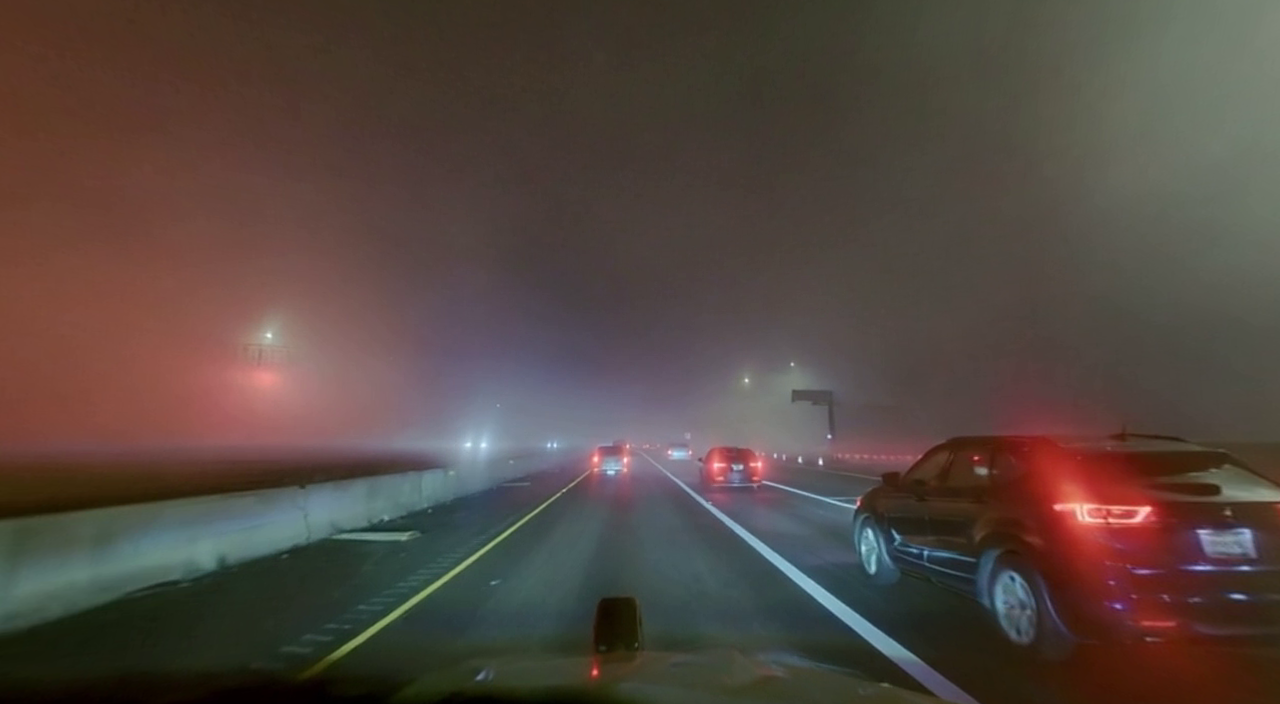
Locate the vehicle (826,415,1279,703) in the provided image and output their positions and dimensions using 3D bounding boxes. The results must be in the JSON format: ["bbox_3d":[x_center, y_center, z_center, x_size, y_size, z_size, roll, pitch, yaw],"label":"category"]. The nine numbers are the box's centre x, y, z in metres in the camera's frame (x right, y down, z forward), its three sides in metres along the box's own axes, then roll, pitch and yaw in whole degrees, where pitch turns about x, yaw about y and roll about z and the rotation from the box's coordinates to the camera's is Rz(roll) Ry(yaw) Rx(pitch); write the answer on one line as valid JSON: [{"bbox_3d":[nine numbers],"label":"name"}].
[{"bbox_3d":[3.121,1.326,4.884,1.996,1.455,4.281,0,-9,-1],"label":"vehicle"}]

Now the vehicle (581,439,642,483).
[{"bbox_3d":[-0.997,4.000,23.447,2.069,1.470,4.004,0,-8,-1],"label":"vehicle"}]

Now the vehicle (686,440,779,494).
[{"bbox_3d":[2.696,3.481,19.560,2.042,1.460,4.451,0,-9,-2],"label":"vehicle"}]
